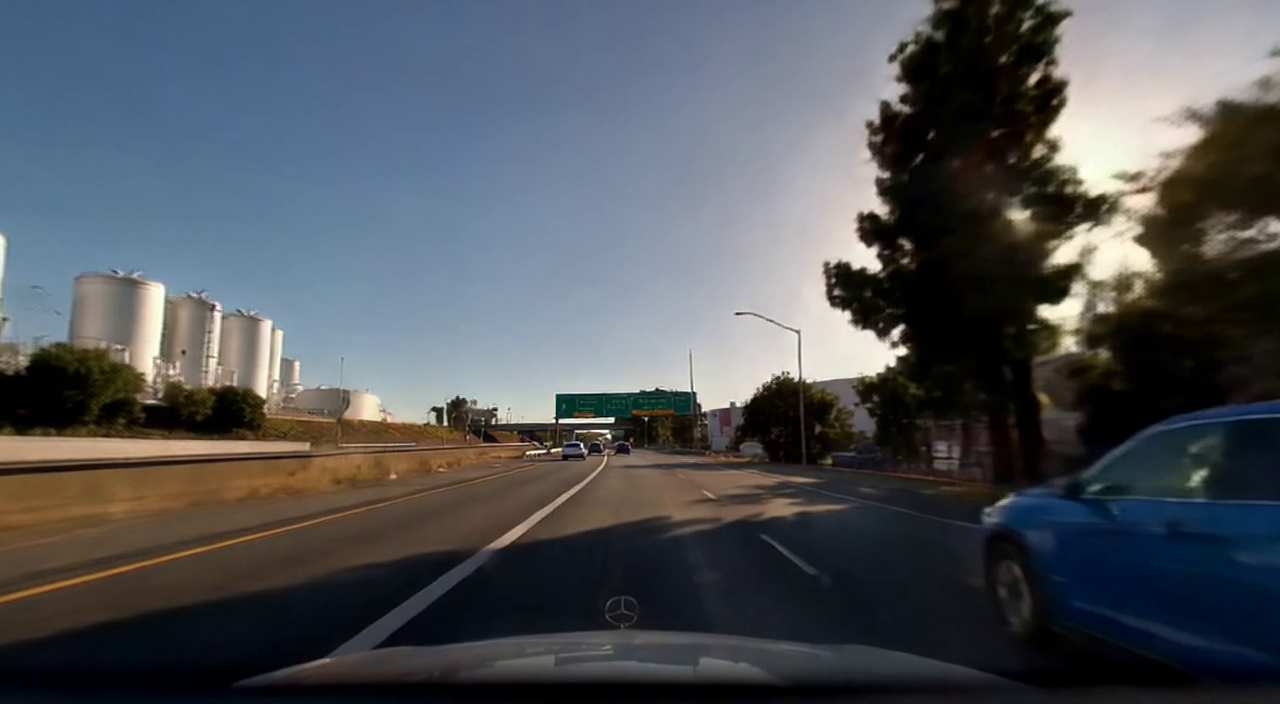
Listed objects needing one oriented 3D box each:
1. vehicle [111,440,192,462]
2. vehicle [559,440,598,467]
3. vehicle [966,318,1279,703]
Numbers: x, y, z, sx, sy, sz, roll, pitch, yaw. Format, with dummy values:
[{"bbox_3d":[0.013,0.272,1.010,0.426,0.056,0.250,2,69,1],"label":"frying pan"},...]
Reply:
[{"bbox_3d":[-35.985,7.284,46.545,1.837,1.541,4.634,-1,-9,10],"label":"vehicle"},{"bbox_3d":[-3.793,6.332,39.428,2.012,1.571,4.232,0,-9,0],"label":"vehicle"},{"bbox_3d":[3.637,0.741,2.249,2.296,1.790,5.067,0,-9,1],"label":"vehicle"}]
